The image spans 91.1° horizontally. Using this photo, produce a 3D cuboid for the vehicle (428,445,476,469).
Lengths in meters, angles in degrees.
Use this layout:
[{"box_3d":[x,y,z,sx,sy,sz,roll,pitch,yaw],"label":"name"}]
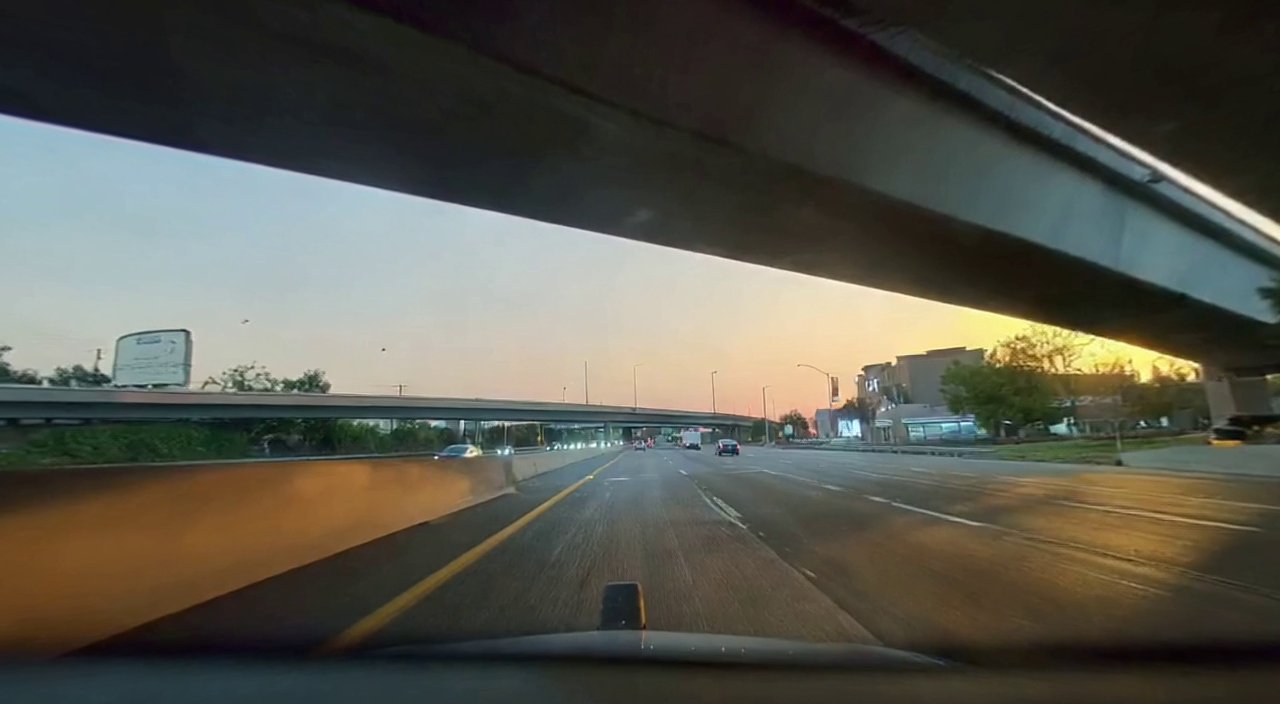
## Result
[{"box_3d":[-11.598,6.503,39.009,1.894,1.393,3.926,0,-9,-2],"label":"vehicle"}]
